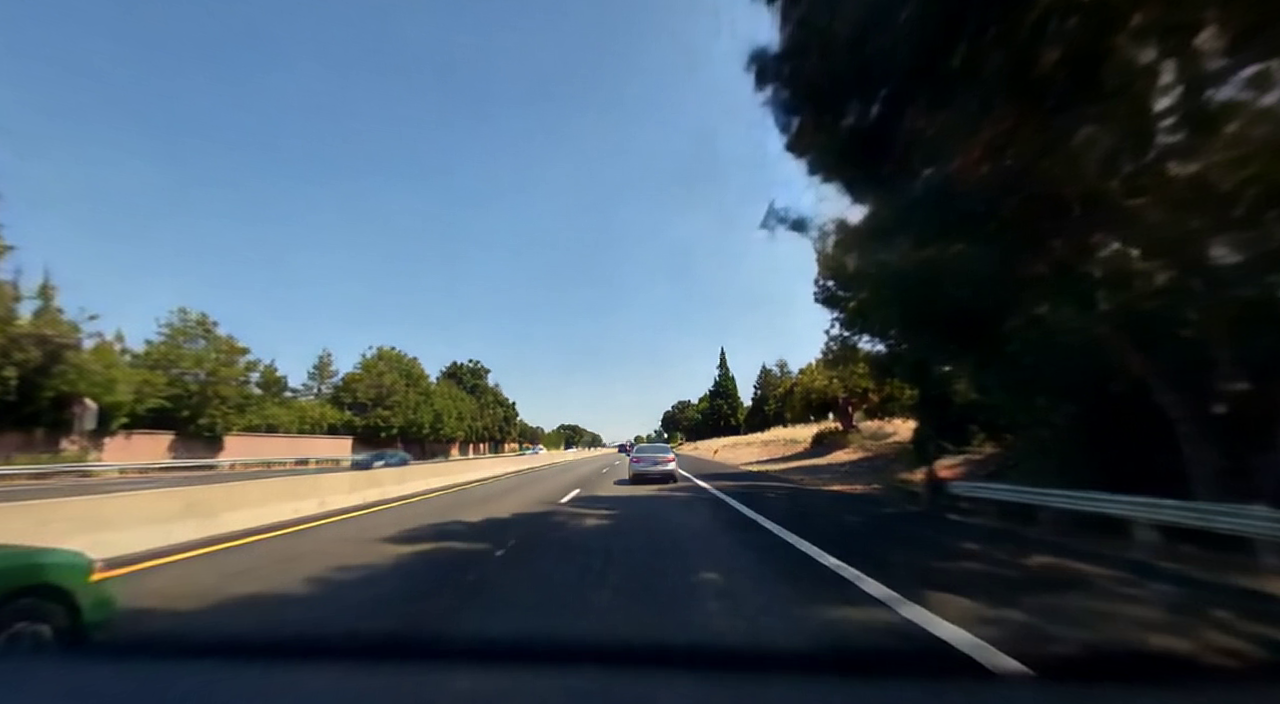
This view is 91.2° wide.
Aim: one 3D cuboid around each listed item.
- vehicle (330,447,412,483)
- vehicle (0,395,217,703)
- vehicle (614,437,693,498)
[{"bbox_3d":[-12.917,5.428,30.428,1.982,1.590,4.564,0,-9,0],"label":"vehicle"},{"bbox_3d":[-3.697,0.837,1.718,2.083,1.548,4.251,0,-9,0],"label":"vehicle"},{"bbox_3d":[0.262,3.294,18.220,2.021,1.533,4.014,0,-9,-3],"label":"vehicle"}]
